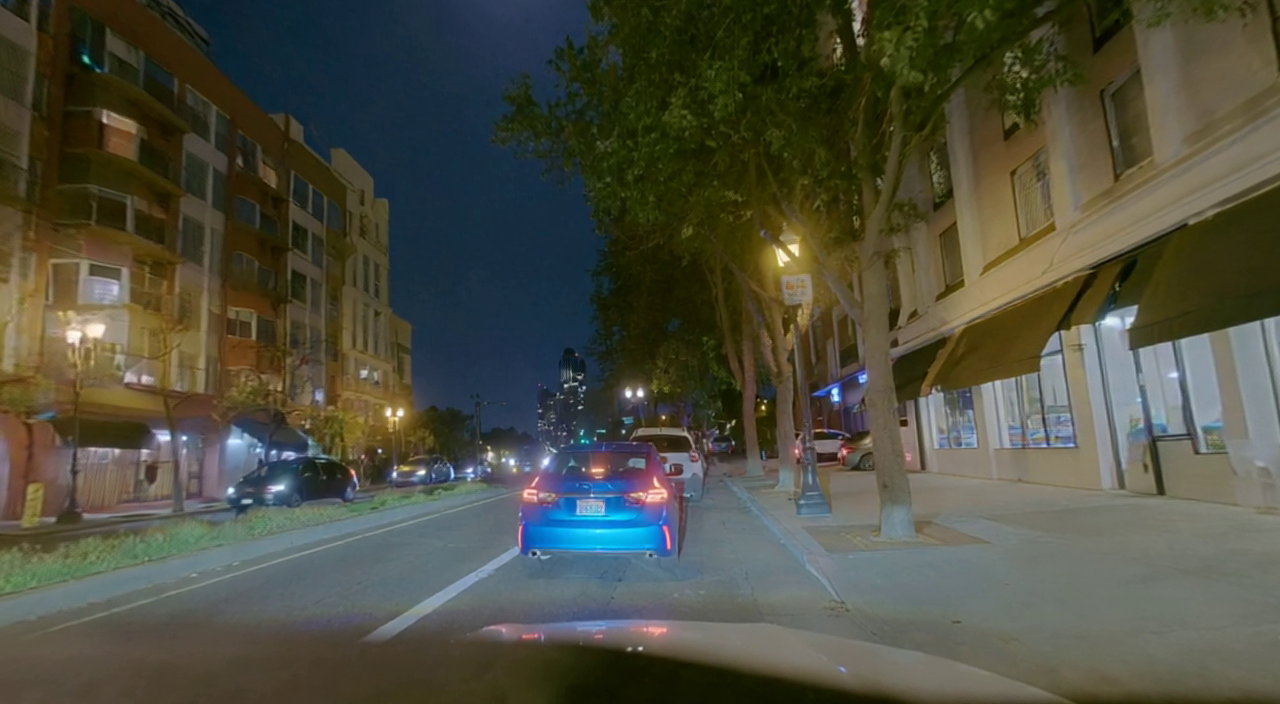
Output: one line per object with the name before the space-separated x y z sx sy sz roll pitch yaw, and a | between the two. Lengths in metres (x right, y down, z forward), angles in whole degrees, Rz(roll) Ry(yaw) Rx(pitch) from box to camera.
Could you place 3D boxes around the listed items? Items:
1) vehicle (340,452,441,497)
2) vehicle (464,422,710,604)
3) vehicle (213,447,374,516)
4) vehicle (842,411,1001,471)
vehicle | -10.257 5.033 26.283 1.826 1.432 4.556 -7 -9 8
vehicle | -0.265 1.631 7.306 1.939 1.478 3.922 -2 -8 9
vehicle | -11.006 4.069 20.592 2.081 1.718 5.342 -6 -9 3
vehicle | 9.013 2.828 20.223 4.558 1.528 1.915 -1 -8 -23
